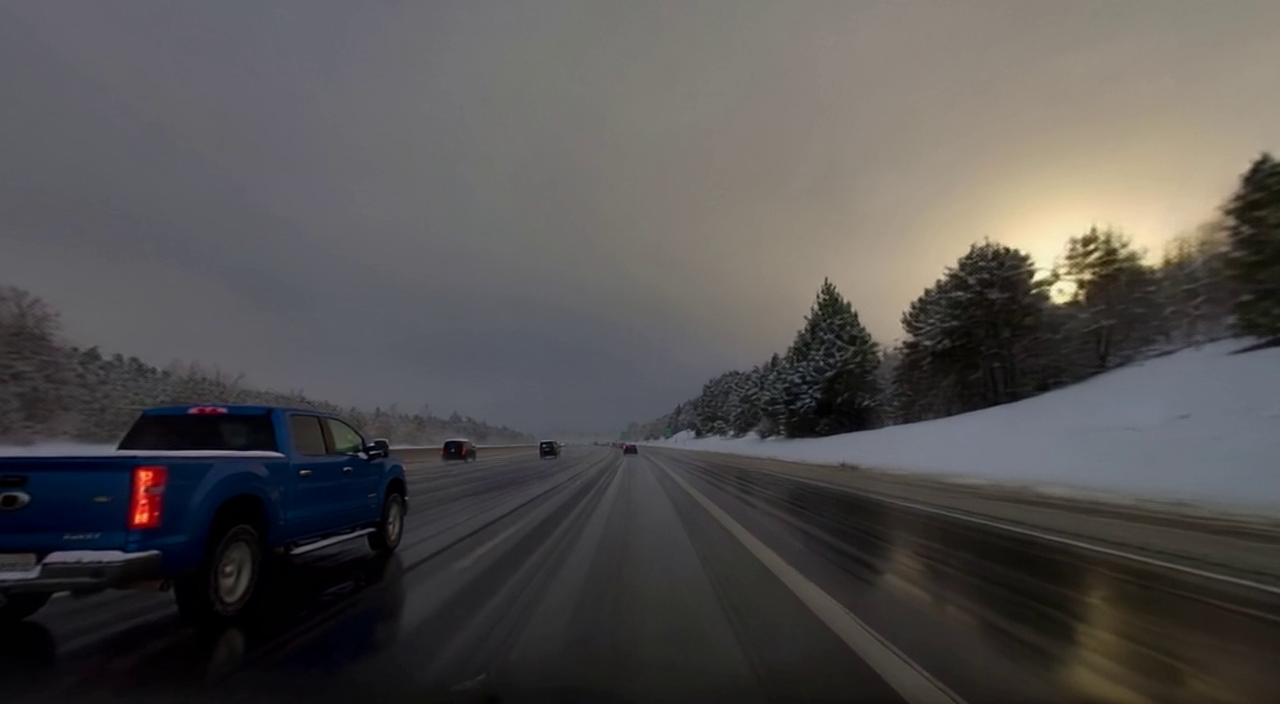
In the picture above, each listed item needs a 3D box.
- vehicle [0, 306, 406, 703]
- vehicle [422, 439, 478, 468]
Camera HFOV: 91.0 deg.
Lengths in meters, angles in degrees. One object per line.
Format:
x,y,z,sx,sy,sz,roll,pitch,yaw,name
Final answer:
-4.359,1.118,5.372,2.339,2.004,6.171,0,-8,0,vehicle
-11.729,6.294,39.169,2.106,1.692,4.458,0,-8,-1,vehicle
